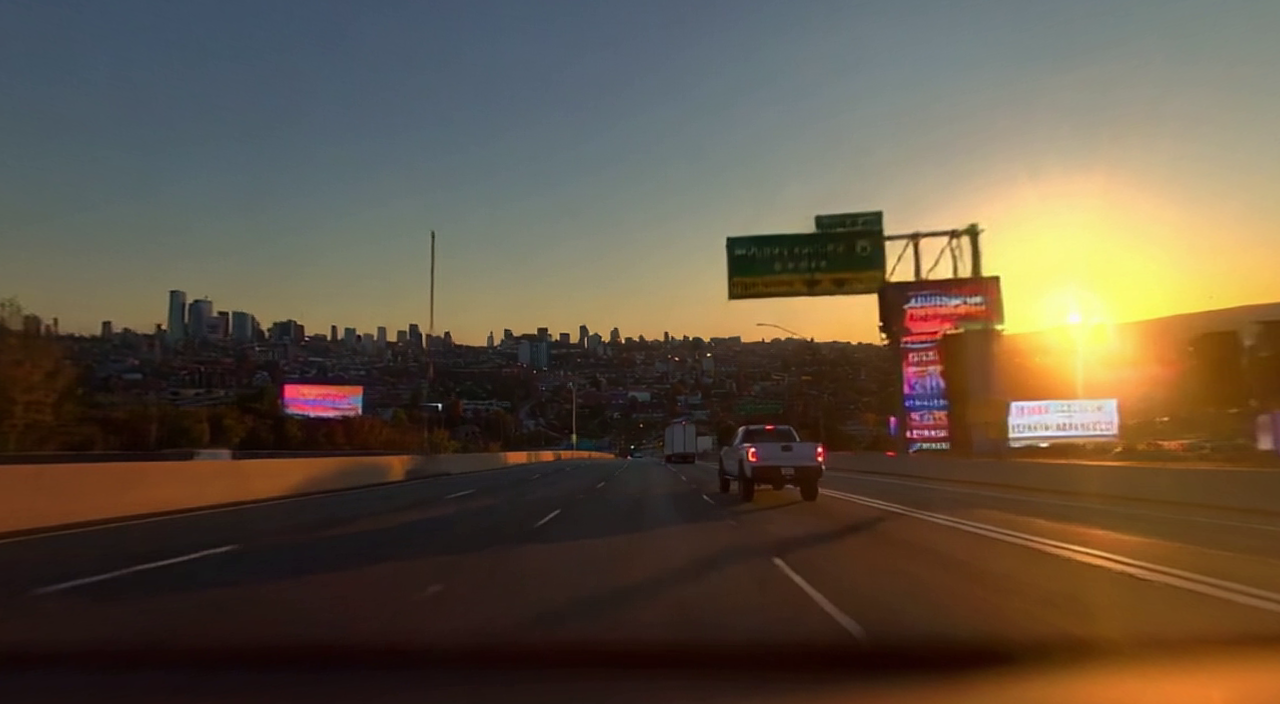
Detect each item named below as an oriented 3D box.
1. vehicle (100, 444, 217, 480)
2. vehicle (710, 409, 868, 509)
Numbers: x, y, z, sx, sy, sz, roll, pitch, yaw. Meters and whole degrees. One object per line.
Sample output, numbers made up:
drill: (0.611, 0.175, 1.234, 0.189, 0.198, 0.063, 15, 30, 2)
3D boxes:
vehicle: (-24.471, 5.611, 32.280, 1.940, 1.663, 4.937, -1, -9, 2)
vehicle: (3.583, 2.818, 16.871, 2.740, 2.157, 6.300, 0, -9, 1)
